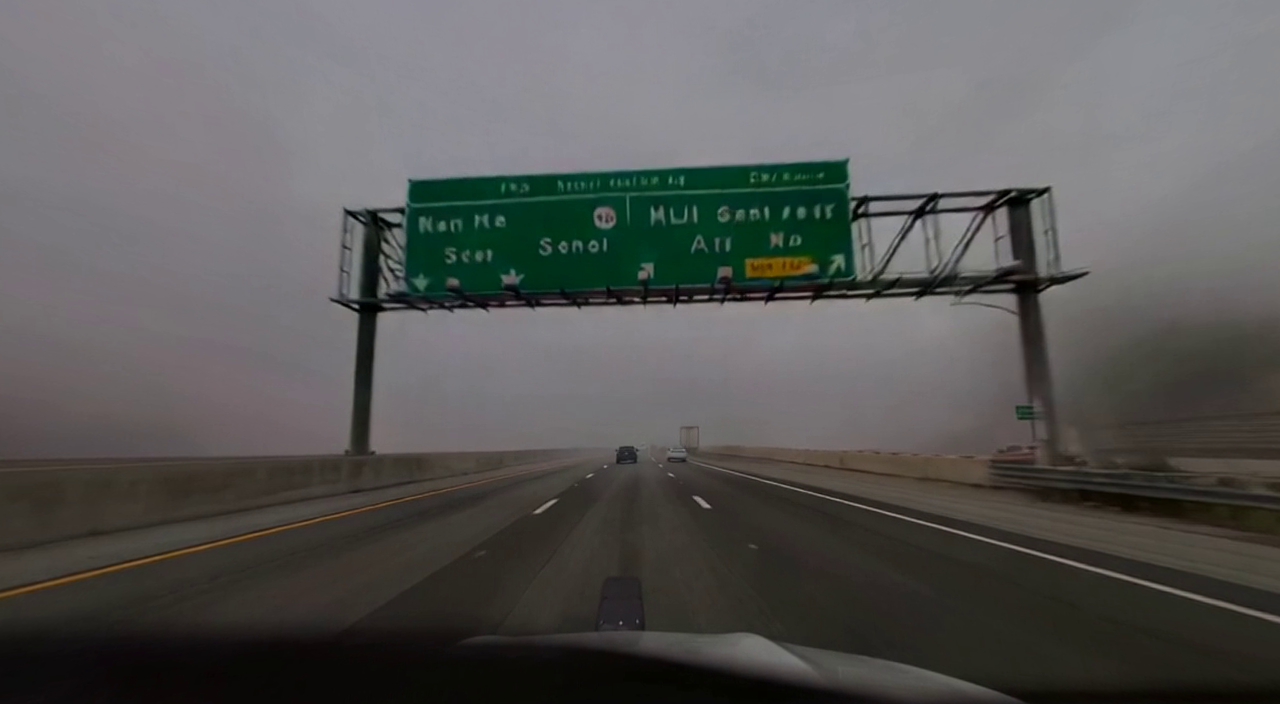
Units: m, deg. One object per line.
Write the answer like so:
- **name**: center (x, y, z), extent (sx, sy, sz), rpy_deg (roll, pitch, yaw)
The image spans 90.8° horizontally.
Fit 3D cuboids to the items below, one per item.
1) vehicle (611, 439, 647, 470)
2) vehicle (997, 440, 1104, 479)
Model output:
- **vehicle**: center (-0.648, 6.258, 38.723), extent (2.121, 1.739, 4.087), rpy_deg (0, -9, 0)
- **vehicle**: center (17.827, 4.685, 27.730), extent (1.867, 1.563, 4.436), rpy_deg (-1, -9, 3)
